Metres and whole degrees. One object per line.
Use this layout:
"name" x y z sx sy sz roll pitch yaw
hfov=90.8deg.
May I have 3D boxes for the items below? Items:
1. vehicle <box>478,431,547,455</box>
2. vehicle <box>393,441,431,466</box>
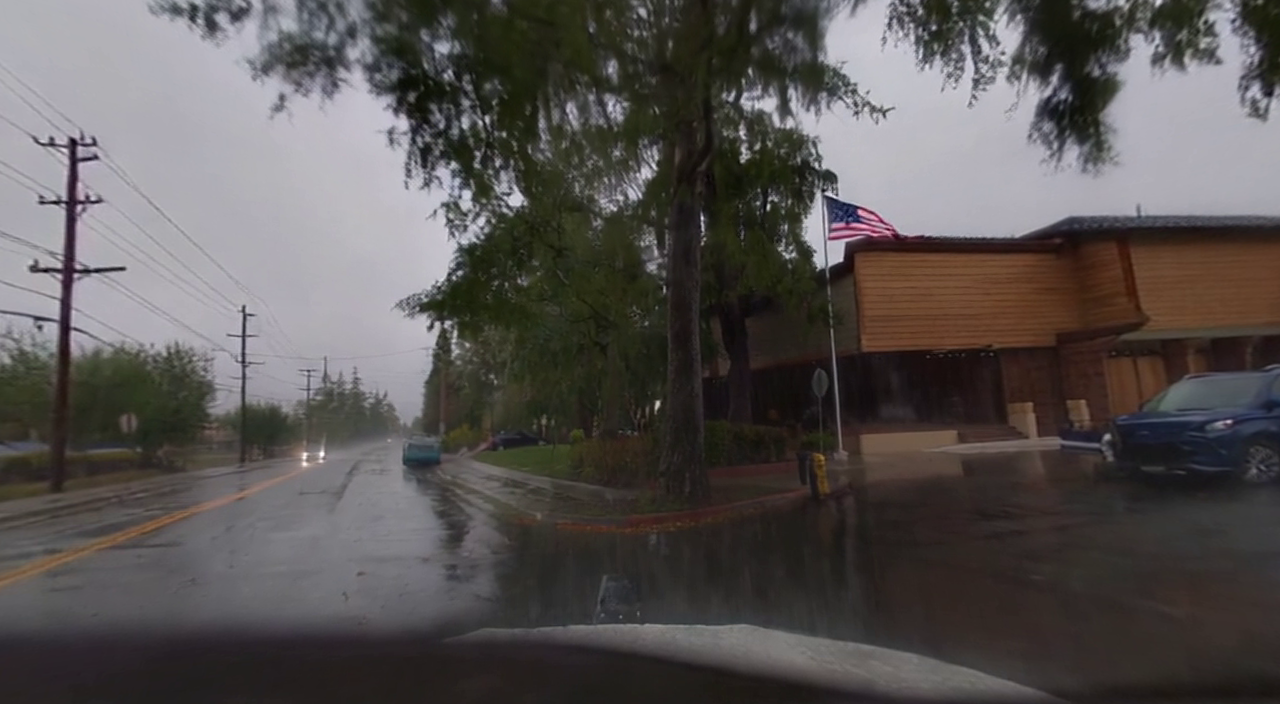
"vehicle" -9.522 6.800 47.305 4.767 1.735 1.920 3 -9 -22
"vehicle" -14.288 6.325 39.441 1.941 1.460 4.206 3 -9 -22
